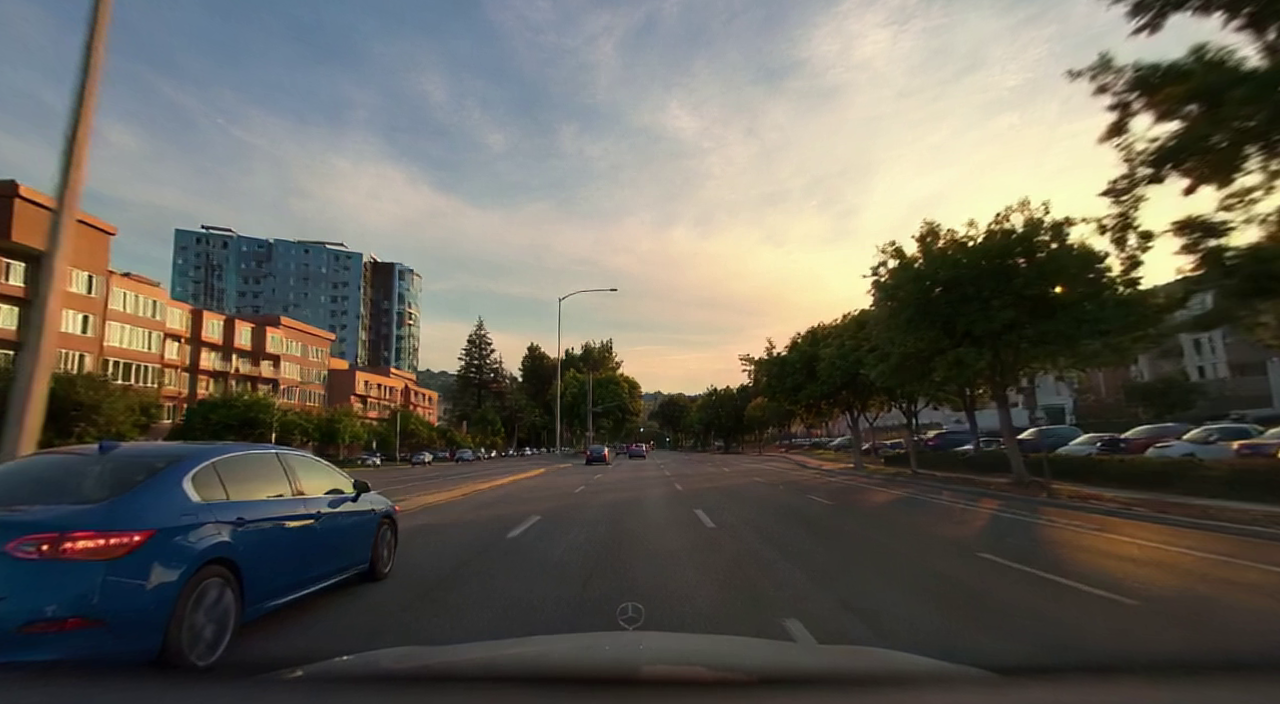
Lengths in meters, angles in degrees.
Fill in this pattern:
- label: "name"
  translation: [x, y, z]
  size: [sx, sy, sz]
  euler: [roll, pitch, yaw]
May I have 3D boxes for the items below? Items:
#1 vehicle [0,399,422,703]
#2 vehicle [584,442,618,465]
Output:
- label: "vehicle"
  translation: [-3.398, 1.309, 4.500]
  size: [2.009, 1.489, 4.543]
  euler: [-4, -8, 1]
- label: "vehicle"
  translation: [-2.899, 7.738, 48.151]
  size: [2.197, 1.486, 4.654]
  euler: [-4, -8, 0]
